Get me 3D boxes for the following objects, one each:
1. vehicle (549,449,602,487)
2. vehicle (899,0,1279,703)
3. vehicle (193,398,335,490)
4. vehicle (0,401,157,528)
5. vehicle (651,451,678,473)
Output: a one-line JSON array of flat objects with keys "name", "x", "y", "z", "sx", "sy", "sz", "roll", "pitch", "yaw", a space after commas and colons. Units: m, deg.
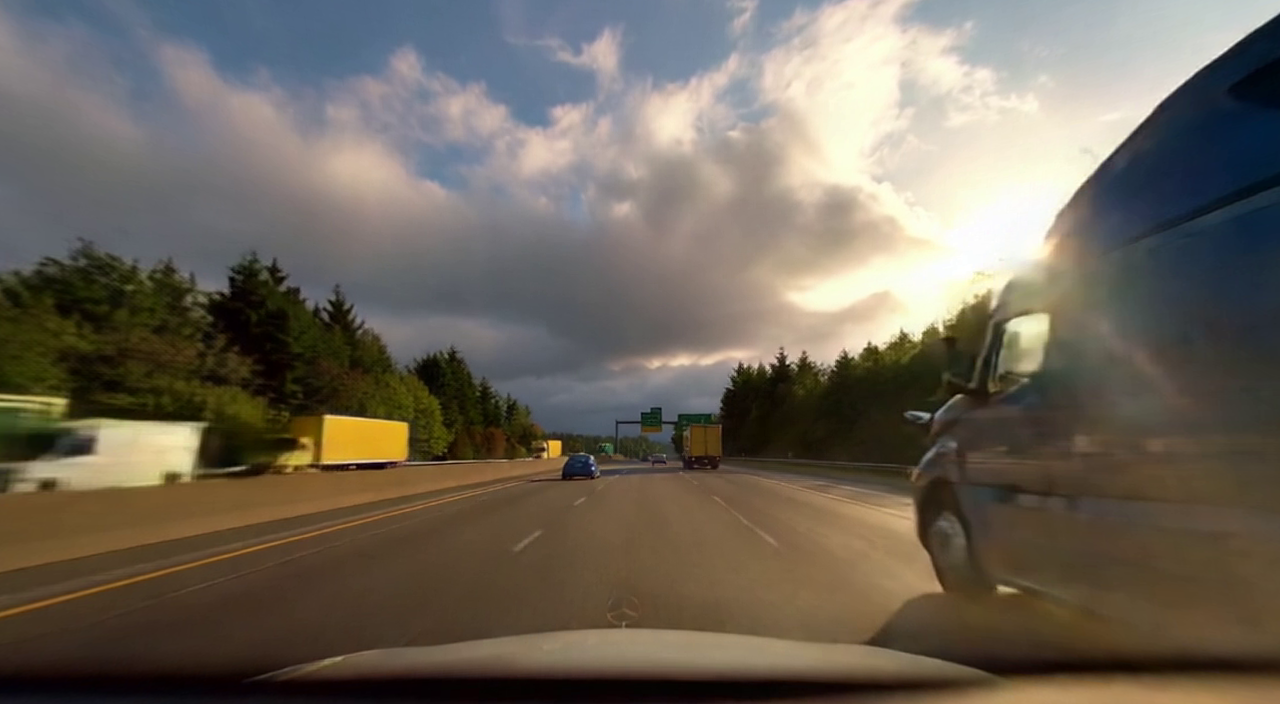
[{"name": "vehicle", "x": -2.835, "y": 5.205, "z": 28.647, "sx": 1.960, "sy": 1.579, "sz": 4.384, "roll": 0, "pitch": -9, "yaw": 0}, {"name": "vehicle", "x": 4.454, "y": 0.051, "z": 3.960, "sx": 3.020, "sy": 3.962, "sz": 5.781, "roll": 0, "pitch": -9, "yaw": 0}, {"name": "vehicle", "x": -17.995, "y": 4.507, "z": 30.780, "sx": 2.983, "sy": 4.017, "sz": 5.930, "roll": 0, "pitch": -9, "yaw": 1}, {"name": "vehicle", "x": -14.670, "y": 2.574, "z": 14.536, "sx": 2.210, "sy": 2.679, "sz": 5.840, "roll": 0, "pitch": -9, "yaw": 2}, {"name": "vehicle", "x": 1.782, "y": 8.242, "z": 47.524, "sx": 1.957, "sy": 1.541, "sz": 4.099, "roll": 0, "pitch": -9, "yaw": 1}]
